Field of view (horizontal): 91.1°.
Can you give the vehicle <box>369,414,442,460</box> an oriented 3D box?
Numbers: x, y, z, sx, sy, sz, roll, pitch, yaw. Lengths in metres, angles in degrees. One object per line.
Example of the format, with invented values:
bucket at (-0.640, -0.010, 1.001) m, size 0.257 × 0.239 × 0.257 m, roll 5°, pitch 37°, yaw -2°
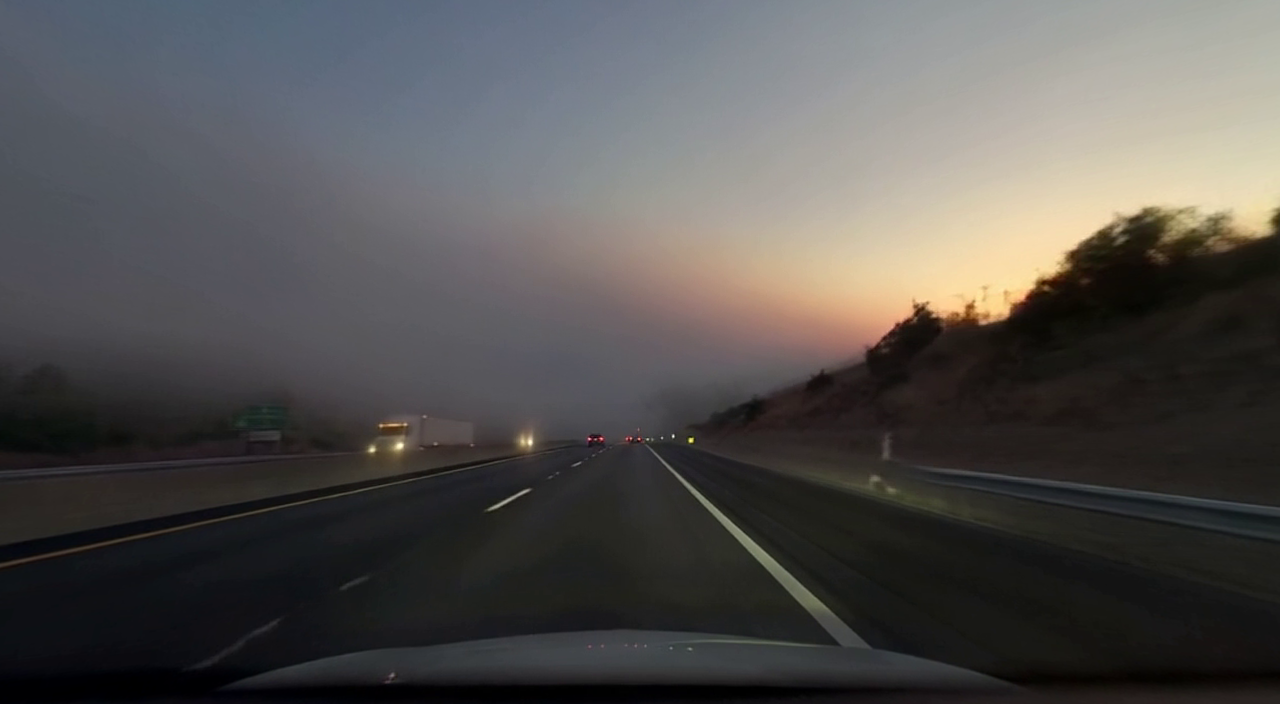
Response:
vehicle at (-17.791, 6.527, 48.302) m, size 2.875 × 3.201 × 7.109 m, roll 0°, pitch -8°, yaw 0°
